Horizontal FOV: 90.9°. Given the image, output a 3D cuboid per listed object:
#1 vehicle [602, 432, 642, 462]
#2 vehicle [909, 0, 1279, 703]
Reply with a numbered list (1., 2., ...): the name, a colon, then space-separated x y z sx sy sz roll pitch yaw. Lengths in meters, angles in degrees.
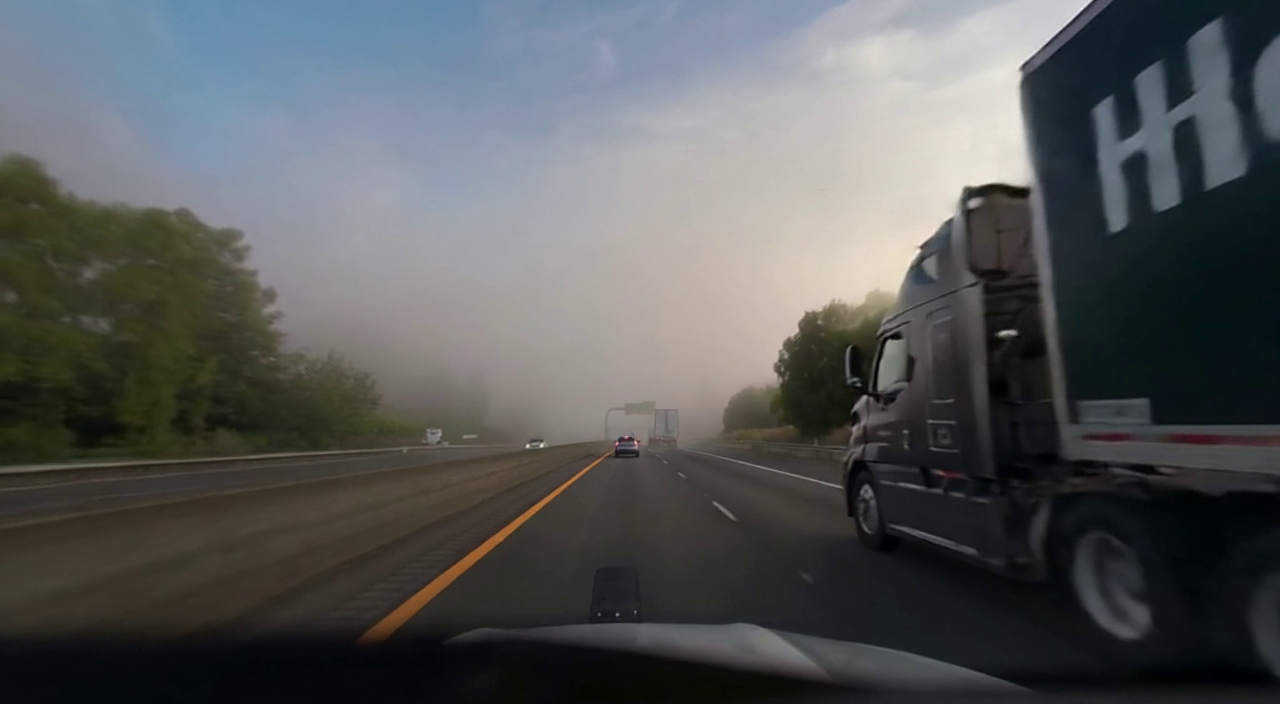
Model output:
1. vehicle: -0.979 5.246 35.047 2.095 1.557 3.963 0 -8 -1
2. vehicle: 4.101 -0.410 1.152 2.955 3.940 9.037 0 -8 -2
